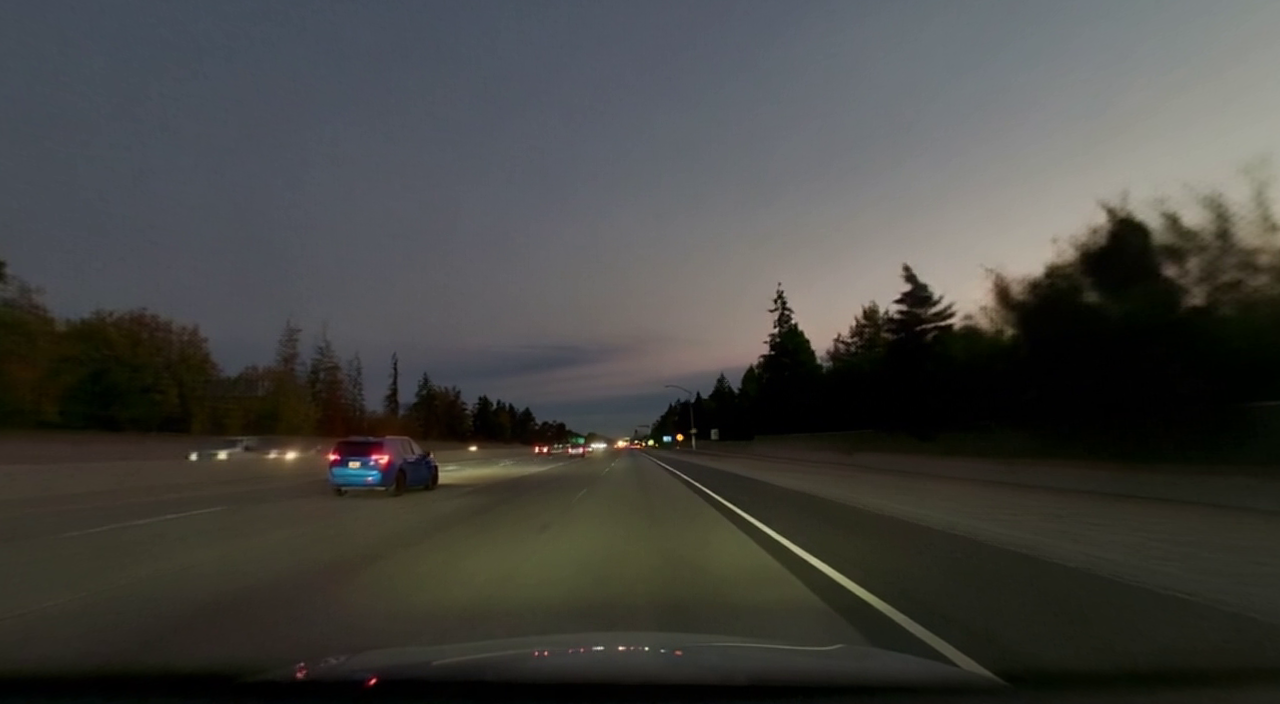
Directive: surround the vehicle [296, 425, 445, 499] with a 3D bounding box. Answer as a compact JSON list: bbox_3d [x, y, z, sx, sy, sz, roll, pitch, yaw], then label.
[{"bbox_3d":[-7.204,2.999,17.541,2.146,1.766,4.502,0,-9,0],"label":"vehicle"}]
